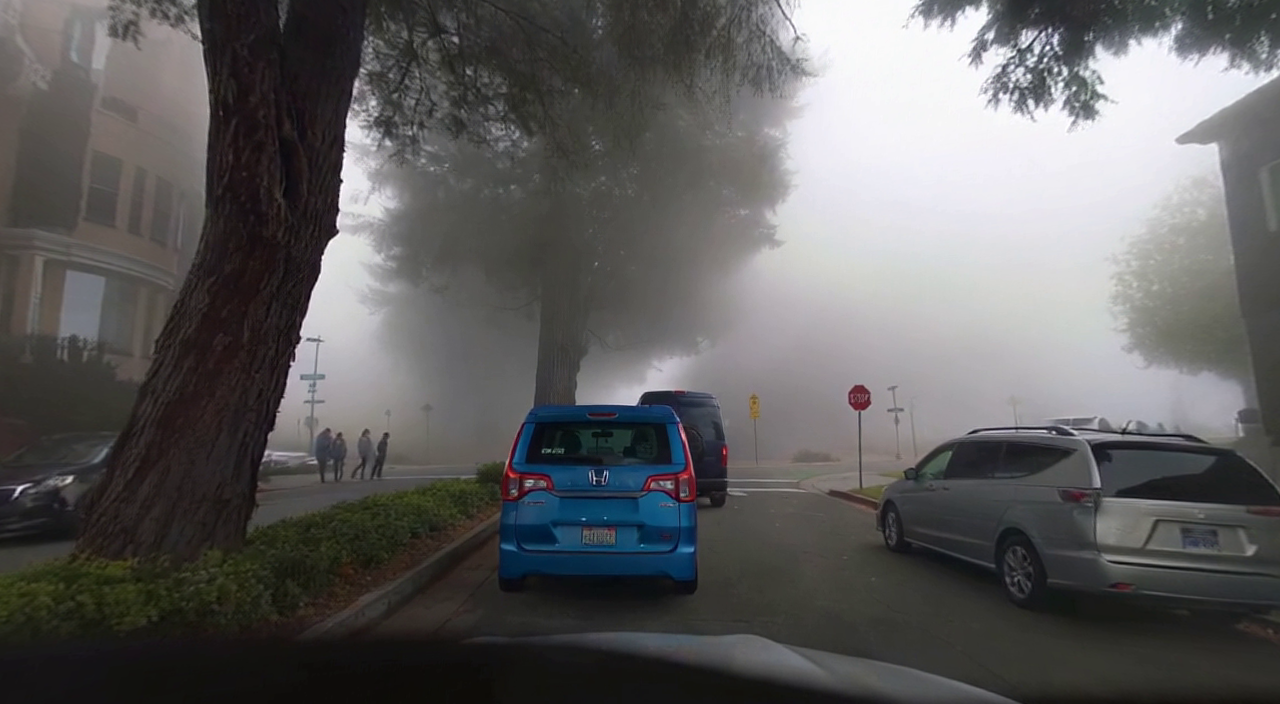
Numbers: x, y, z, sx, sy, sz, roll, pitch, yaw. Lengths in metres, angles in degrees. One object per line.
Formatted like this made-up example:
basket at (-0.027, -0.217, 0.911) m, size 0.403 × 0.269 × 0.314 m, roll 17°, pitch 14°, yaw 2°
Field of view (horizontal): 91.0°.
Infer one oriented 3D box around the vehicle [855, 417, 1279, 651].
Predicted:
vehicle at (4.220, 1.680, 6.906) m, size 1.959 × 1.581 × 4.731 m, roll 4°, pitch -9°, yaw -2°

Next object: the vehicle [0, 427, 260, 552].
vehicle at (-8.291, 2.020, 10.054) m, size 1.825 × 1.532 × 4.083 m, roll -3°, pitch -7°, yaw 2°

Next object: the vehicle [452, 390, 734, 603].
vehicle at (-0.406, 1.563, 7.728) m, size 2.377 × 1.787 × 4.652 m, roll 0°, pitch -8°, yaw 0°
